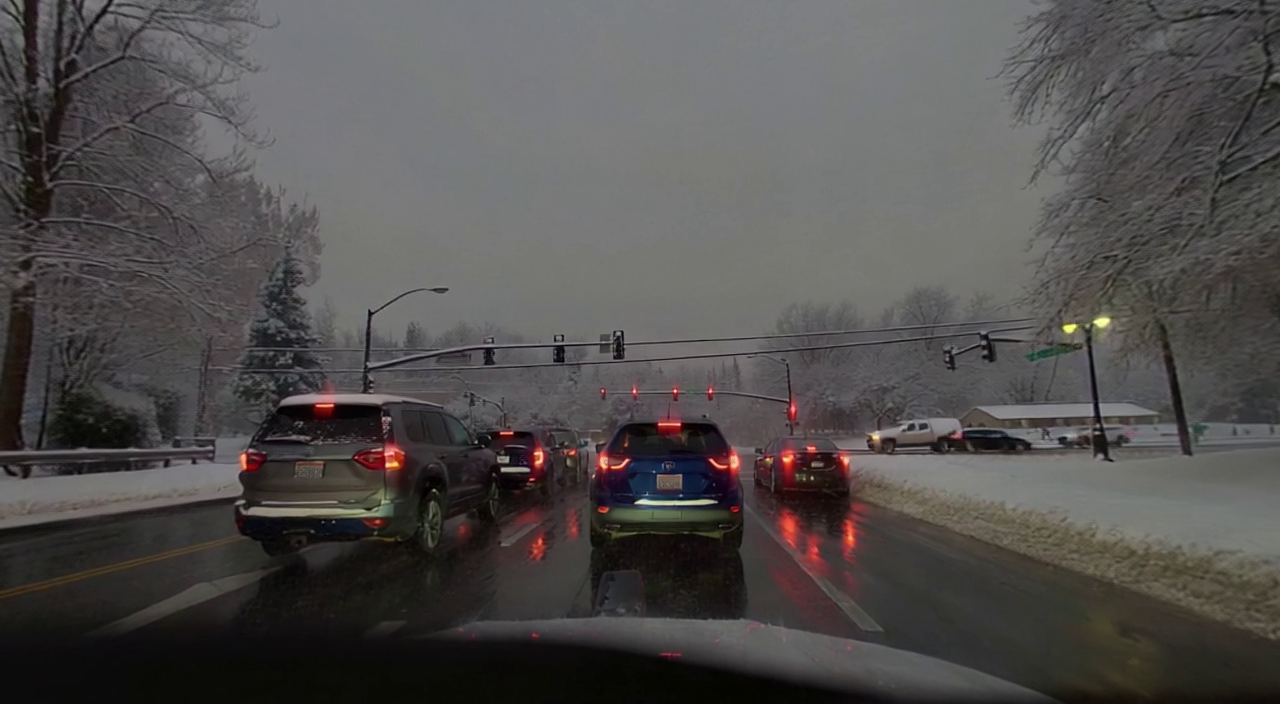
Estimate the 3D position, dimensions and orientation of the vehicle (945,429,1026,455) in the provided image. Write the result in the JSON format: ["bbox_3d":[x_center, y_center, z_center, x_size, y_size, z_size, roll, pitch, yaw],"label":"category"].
[{"bbox_3d":[23.293,6.090,42.652,4.629,1.687,1.824,-4,-9,24],"label":"vehicle"}]

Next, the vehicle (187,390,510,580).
[{"bbox_3d":[-3.254,1.595,8.283,2.085,1.812,4.388,0,-8,0],"label":"vehicle"}]

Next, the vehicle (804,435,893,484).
[{"bbox_3d":[7.449,3.861,22.972,2.067,1.599,4.251,-1,-8,5],"label":"vehicle"}]

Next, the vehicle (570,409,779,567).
[{"bbox_3d":[0.386,1.746,8.774,2.189,1.649,4.171,0,-8,1],"label":"vehicle"}]

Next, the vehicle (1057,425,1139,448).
[{"bbox_3d":[33.450,6.248,46.143,4.632,1.580,1.801,-5,-10,30],"label":"vehicle"}]
